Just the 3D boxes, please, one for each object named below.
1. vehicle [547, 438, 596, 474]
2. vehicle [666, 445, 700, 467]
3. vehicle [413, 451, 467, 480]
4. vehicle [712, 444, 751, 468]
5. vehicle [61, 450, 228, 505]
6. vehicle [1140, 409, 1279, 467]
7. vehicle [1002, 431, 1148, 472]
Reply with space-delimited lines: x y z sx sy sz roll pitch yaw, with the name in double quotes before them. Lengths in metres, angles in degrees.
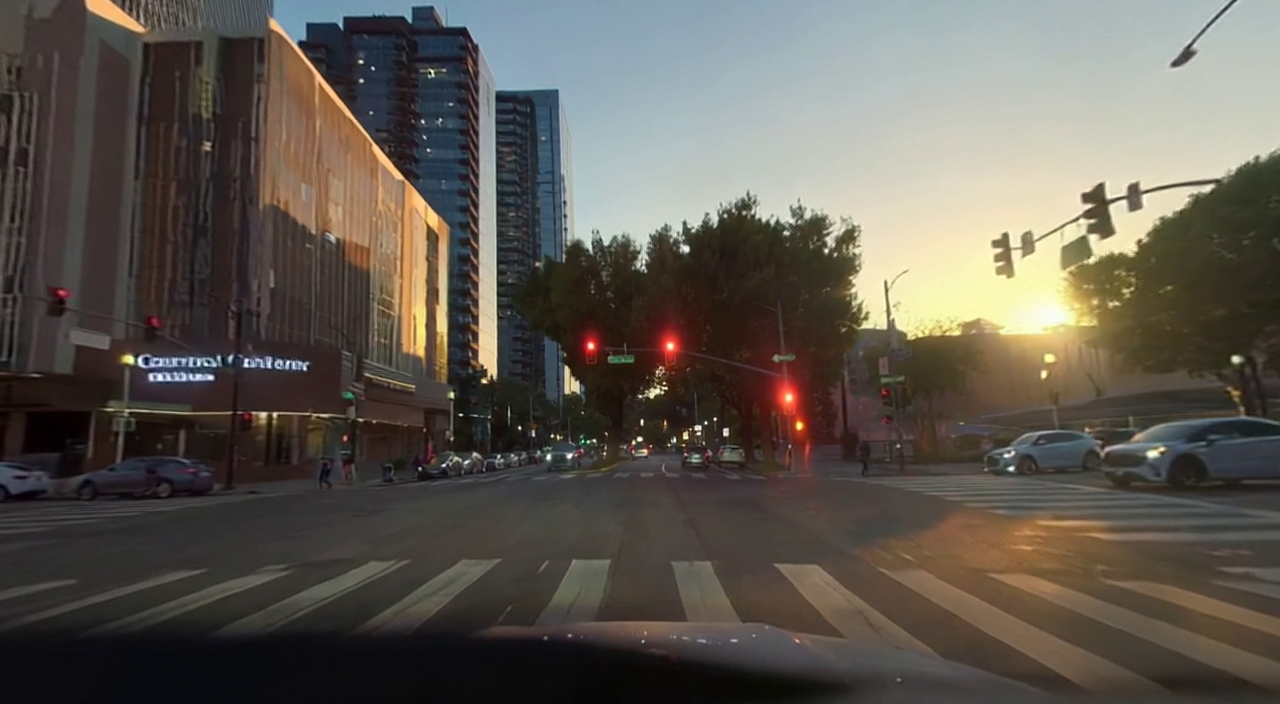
"vehicle" -3.840 5.918 35.857 2.176 1.804 4.740 -3 -9 0
"vehicle" 2.750 6.773 41.197 1.919 1.371 3.583 0 -8 -1
"vehicle" -12.676 7.199 40.178 2.118 1.644 4.188 0 -8 -1
"vehicle" 6.045 6.951 42.302 1.882 1.479 4.652 0 -8 0
"vehicle" -21.561 5.449 27.642 5.283 1.959 2.453 -3 -8 -1
"vehicle" 20.123 2.884 21.093 4.827 1.817 2.190 0 -8 0
"vehicle" 17.080 3.919 24.894 4.293 1.495 1.935 0 -8 -1
